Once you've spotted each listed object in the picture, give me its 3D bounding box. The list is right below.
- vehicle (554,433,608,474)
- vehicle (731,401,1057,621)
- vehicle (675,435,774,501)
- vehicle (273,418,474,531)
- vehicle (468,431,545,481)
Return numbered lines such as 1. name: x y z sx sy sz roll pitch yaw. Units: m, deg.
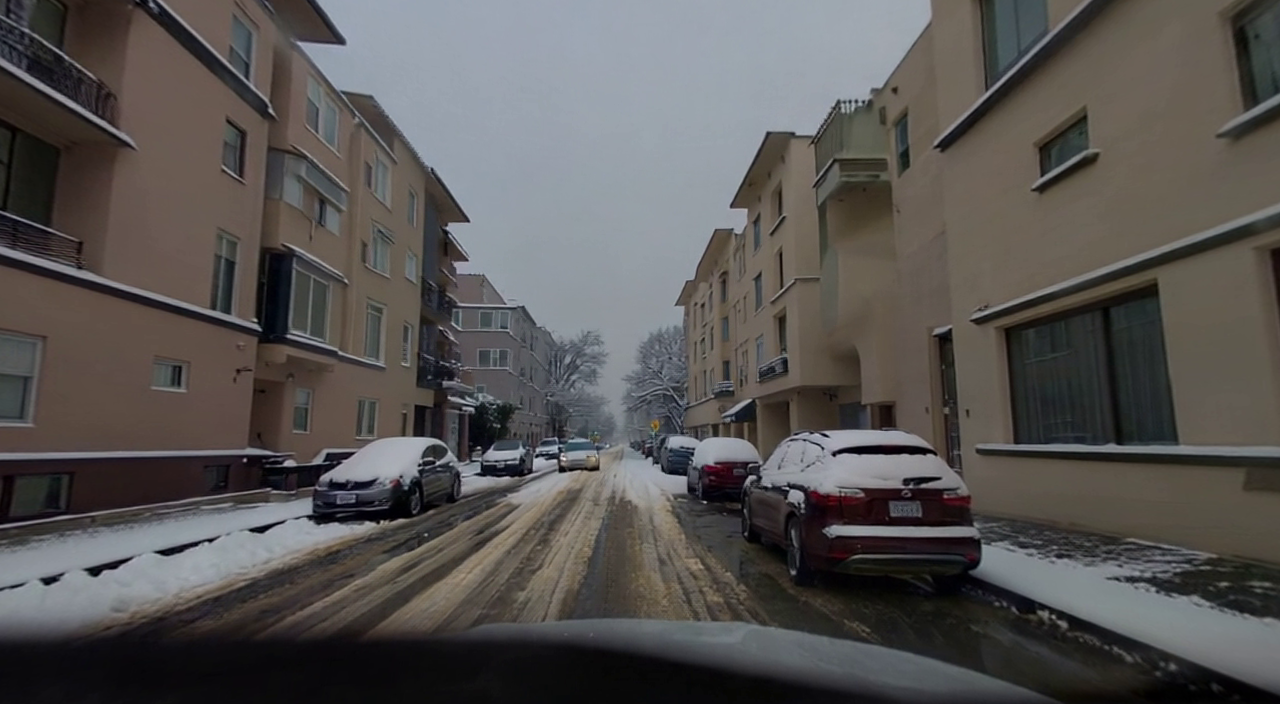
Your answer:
1. vehicle: -2.289 4.032 25.286 1.845 1.544 3.388 0 -8 0
2. vehicle: 2.256 1.495 6.896 1.839 1.678 3.918 0 -8 -1
3. vehicle: 2.003 2.871 16.152 1.786 1.447 4.314 0 -8 -2
4. vehicle: -4.549 2.183 11.620 1.883 1.499 4.426 6 -10 -3
5. vehicle: -4.826 3.813 23.294 1.942 1.521 3.761 5 -9 0
